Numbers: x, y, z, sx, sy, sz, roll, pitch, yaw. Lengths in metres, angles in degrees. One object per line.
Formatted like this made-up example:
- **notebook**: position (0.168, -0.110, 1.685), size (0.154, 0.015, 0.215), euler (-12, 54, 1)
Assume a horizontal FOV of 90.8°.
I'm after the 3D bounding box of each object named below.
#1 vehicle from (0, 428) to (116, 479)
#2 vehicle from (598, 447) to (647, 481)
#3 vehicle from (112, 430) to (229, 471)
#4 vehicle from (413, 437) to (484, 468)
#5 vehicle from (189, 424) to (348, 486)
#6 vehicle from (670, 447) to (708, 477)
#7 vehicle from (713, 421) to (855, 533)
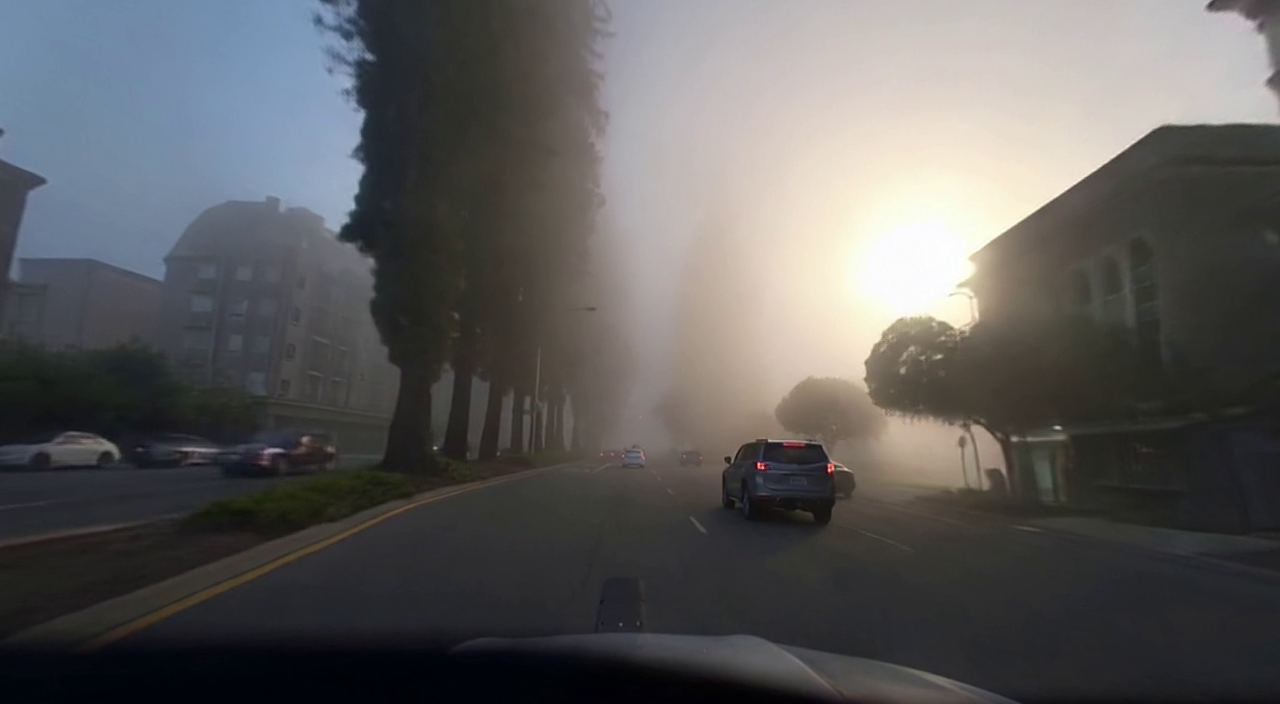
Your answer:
- **vehicle**: position (-19.240, 3.150, 19.655), size (1.913, 1.417, 4.592), euler (0, -9, 0)
- **vehicle**: position (-0.741, 5.110, 29.118), size (2.119, 1.460, 3.847), euler (0, -9, 0)
- **vehicle**: position (-19.400, 4.111, 26.368), size (1.780, 1.546, 4.060), euler (0, -9, -1)
- **vehicle**: position (-11.609, 6.139, 38.764), size (2.496, 1.750, 5.670), euler (0, -9, 1)
- **vehicle**: position (-11.187, 3.157, 19.526), size (2.105, 1.645, 4.590), euler (0, -9, 0)
- **vehicle**: position (2.943, 6.697, 38.588), size (1.922, 1.708, 4.126), euler (0, -9, -1)
- **vehicle**: position (2.911, 2.631, 13.780), size (2.035, 1.940, 4.299), euler (3, -9, -1)
